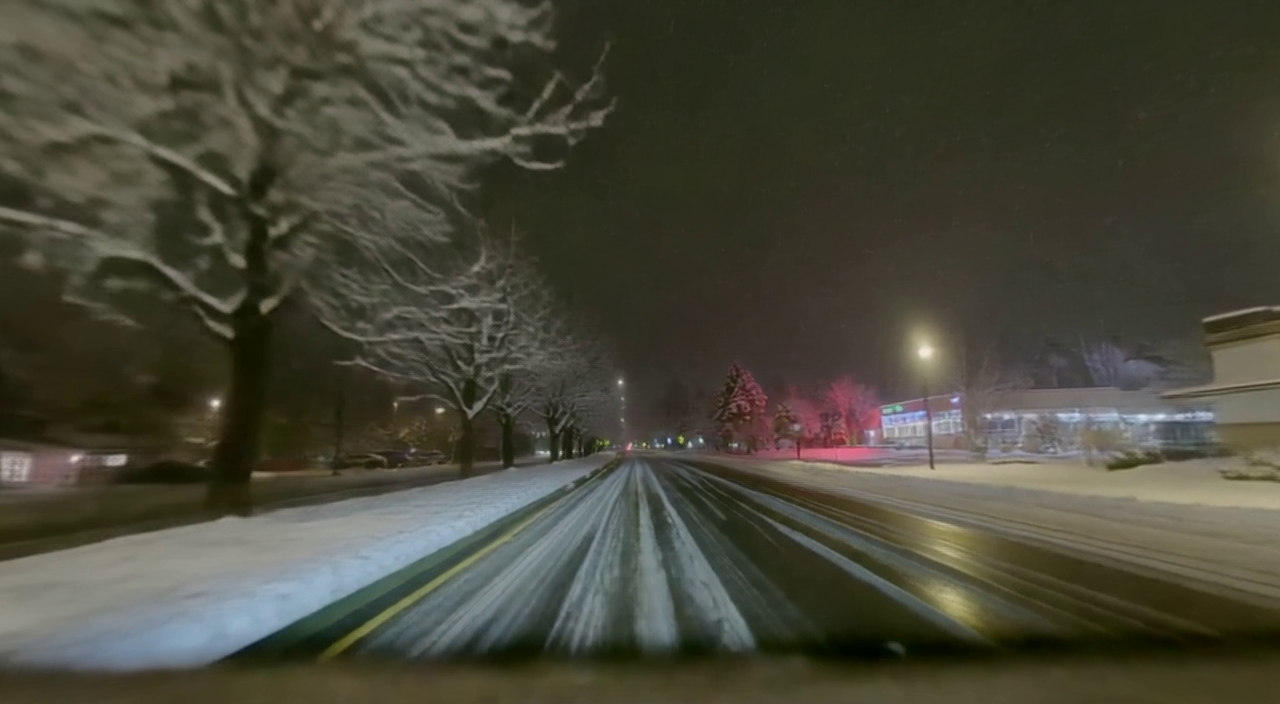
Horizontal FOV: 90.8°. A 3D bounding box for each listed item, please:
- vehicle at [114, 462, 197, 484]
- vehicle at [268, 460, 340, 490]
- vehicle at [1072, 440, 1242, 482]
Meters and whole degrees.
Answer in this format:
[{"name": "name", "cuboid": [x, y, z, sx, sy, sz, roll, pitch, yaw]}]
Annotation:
[{"name": "vehicle", "cuboid": [-36.094, 9.018, 47.147, 4.385, 1.485, 2.092, 0, -9, -1]}, {"name": "vehicle", "cuboid": [-19.490, 7.106, 36.866, 1.889, 1.497, 4.478, -3, -9, -2]}, {"name": "vehicle", "cuboid": [20.291, 4.289, 24.994, 4.762, 1.550, 2.089, -1, -9, 3]}]
